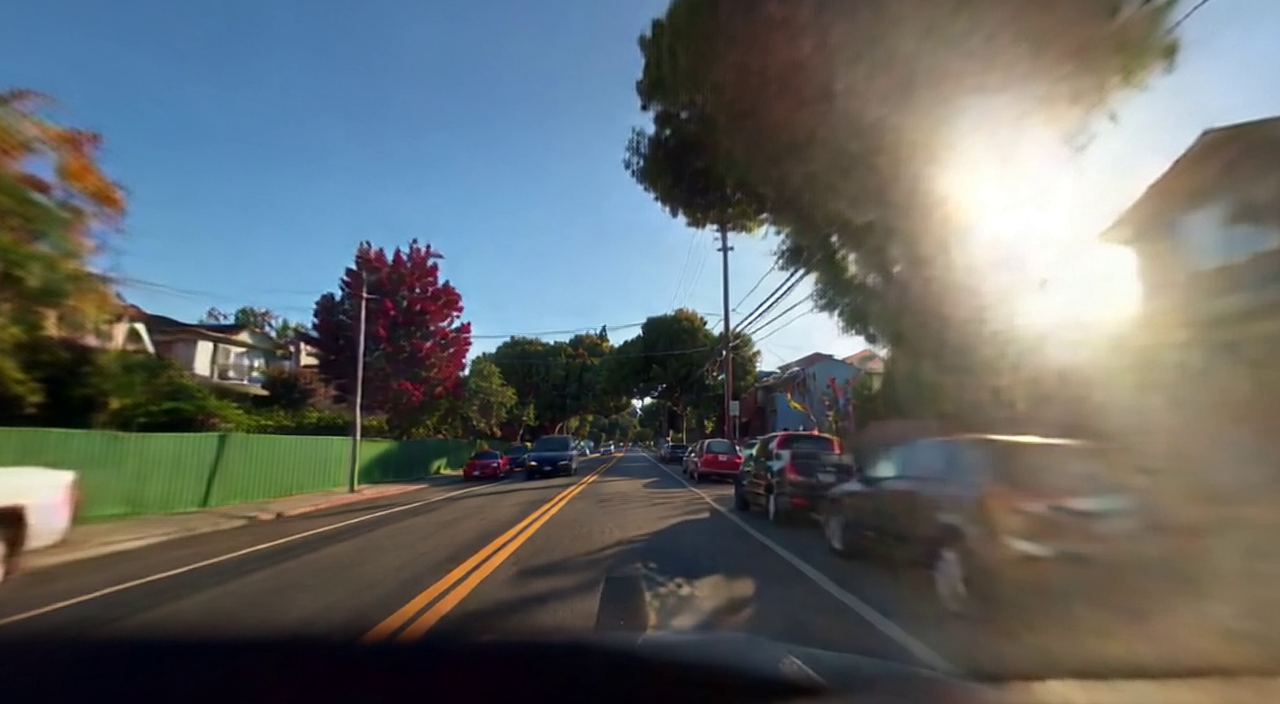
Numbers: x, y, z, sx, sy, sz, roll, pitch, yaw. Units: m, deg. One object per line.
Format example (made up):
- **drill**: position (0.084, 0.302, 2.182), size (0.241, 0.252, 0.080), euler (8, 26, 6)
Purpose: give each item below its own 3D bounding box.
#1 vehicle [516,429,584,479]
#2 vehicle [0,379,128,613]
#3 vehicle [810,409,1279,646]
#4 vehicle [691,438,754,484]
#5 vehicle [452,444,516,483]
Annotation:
- **vehicle**: position (-3.755, 4.394, 27.358), size (2.194, 1.935, 4.807), euler (0, -9, 1)
- **vehicle**: position (-6.654, 1.073, 3.989), size (2.195, 2.033, 5.741), euler (-1, -8, -2)
- **vehicle**: position (3.378, 1.469, 6.414), size (1.914, 1.520, 4.455), euler (0, -8, -2)
- **vehicle**: position (3.114, 4.205, 24.613), size (1.826, 1.614, 4.241), euler (0, -9, -1)
- **vehicle**: position (-6.845, 4.912, 28.157), size (1.866, 1.487, 4.416), euler (-1, -8, -2)
